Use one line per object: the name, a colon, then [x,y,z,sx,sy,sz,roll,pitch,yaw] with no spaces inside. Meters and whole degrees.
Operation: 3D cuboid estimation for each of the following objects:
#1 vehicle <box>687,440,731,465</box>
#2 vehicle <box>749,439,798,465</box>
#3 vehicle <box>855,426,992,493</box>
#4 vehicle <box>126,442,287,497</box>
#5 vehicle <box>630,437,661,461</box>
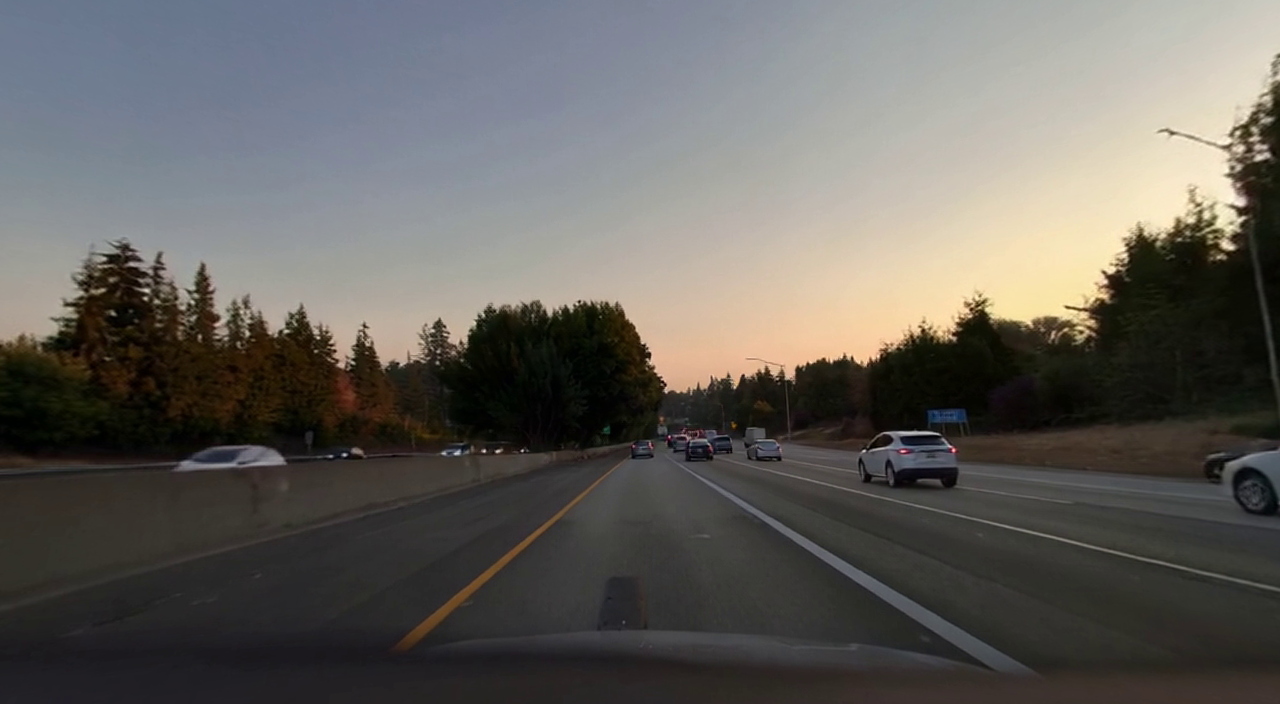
vehicle: [4.199,6.171,38.931,2.118,1.438,4.312,0,-8,-1]
vehicle: [7.916,5.970,37.775,1.919,1.476,4.303,0,-8,-1]
vehicle: [8.039,3.083,18.417,1.986,1.703,4.226,0,-8,-1]
vehicle: [-13.801,3.731,20.498,2.103,1.542,4.434,0,-8,0]
vehicle: [0.410,6.895,45.044,2.124,1.639,4.122,0,-8,1]
